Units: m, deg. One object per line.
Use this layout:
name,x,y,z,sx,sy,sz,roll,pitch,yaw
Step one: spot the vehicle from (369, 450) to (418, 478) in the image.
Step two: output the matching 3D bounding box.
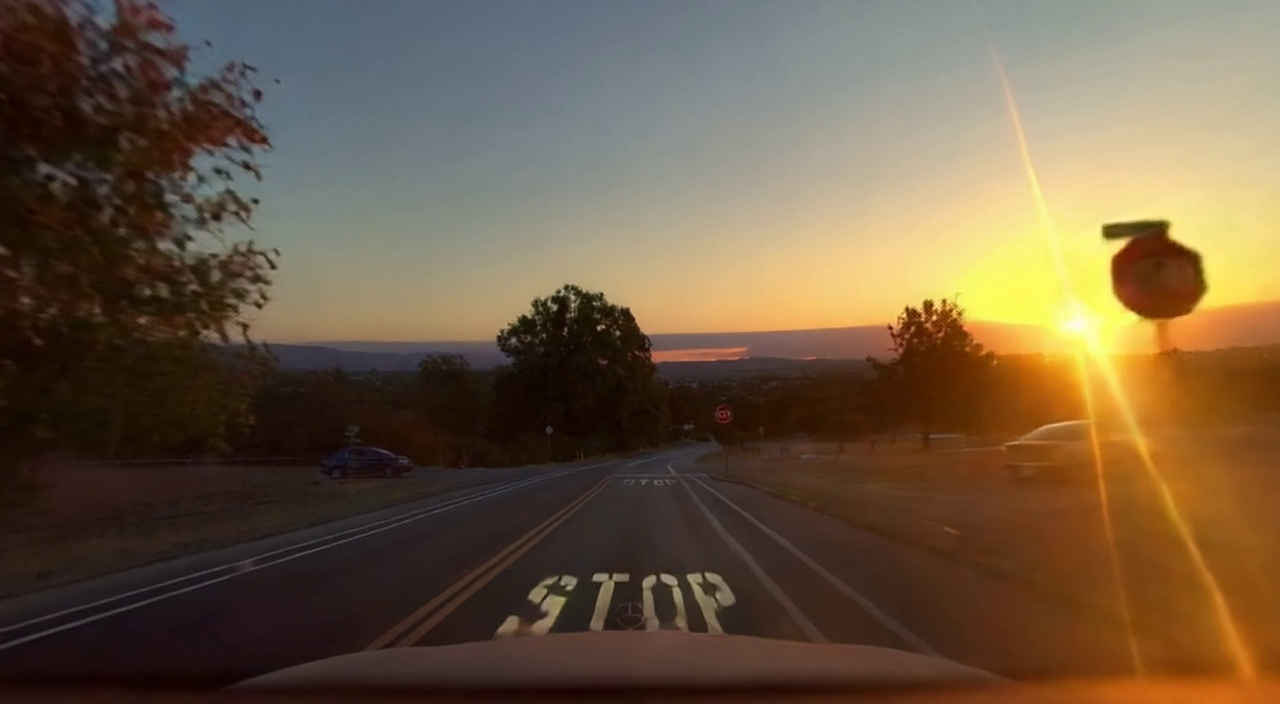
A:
vehicle,-14.495,6.589,37.255,1.739,1.539,3.548,1,-9,-5

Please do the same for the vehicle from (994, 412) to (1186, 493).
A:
vehicle,11.269,2.477,15.811,4.013,1.786,1.987,3,-9,-23

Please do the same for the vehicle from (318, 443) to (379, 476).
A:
vehicle,-17.649,6.588,38.363,1.849,1.831,3.980,-1,-10,0
